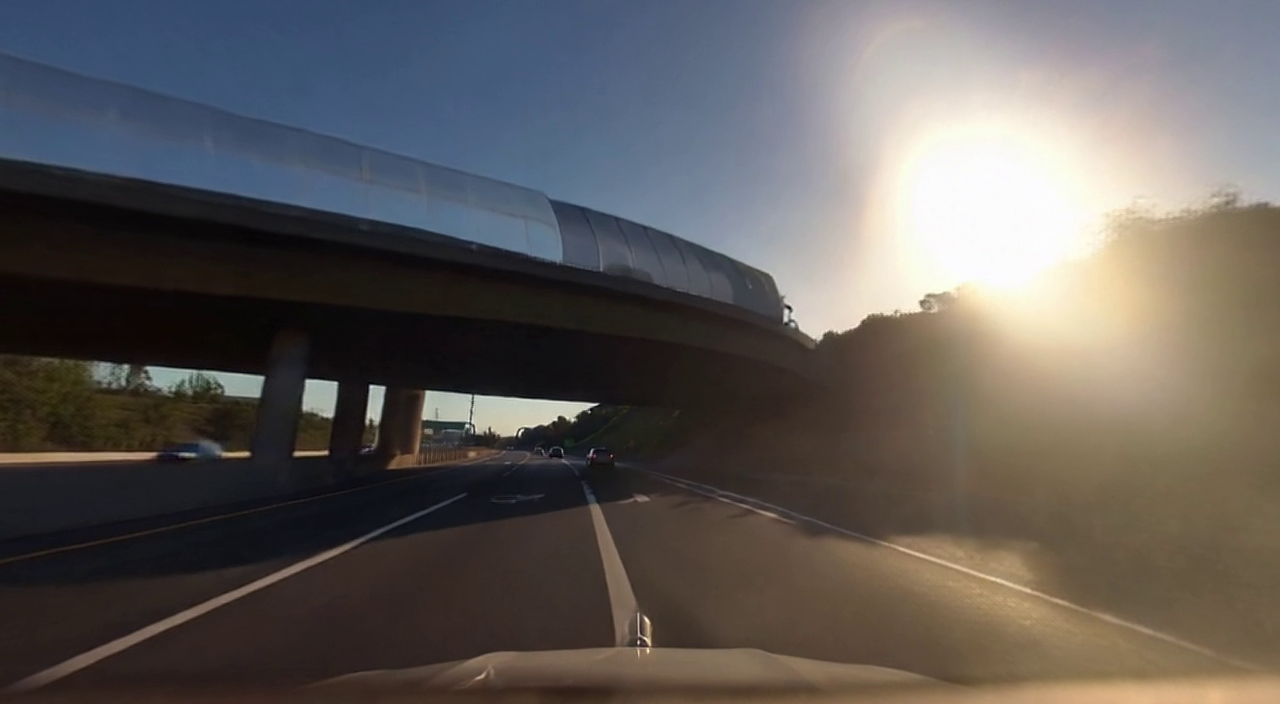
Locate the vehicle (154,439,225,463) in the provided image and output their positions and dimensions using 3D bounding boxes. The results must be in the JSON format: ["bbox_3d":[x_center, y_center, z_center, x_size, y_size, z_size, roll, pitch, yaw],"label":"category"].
[{"bbox_3d":[-27.852,6.159,39.023,1.848,1.408,3.953,1,-9,-7],"label":"vehicle"}]

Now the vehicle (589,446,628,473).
[{"bbox_3d":[-1.923,6.330,37.232,2.140,1.455,4.135,0,-9,-5],"label":"vehicle"}]
